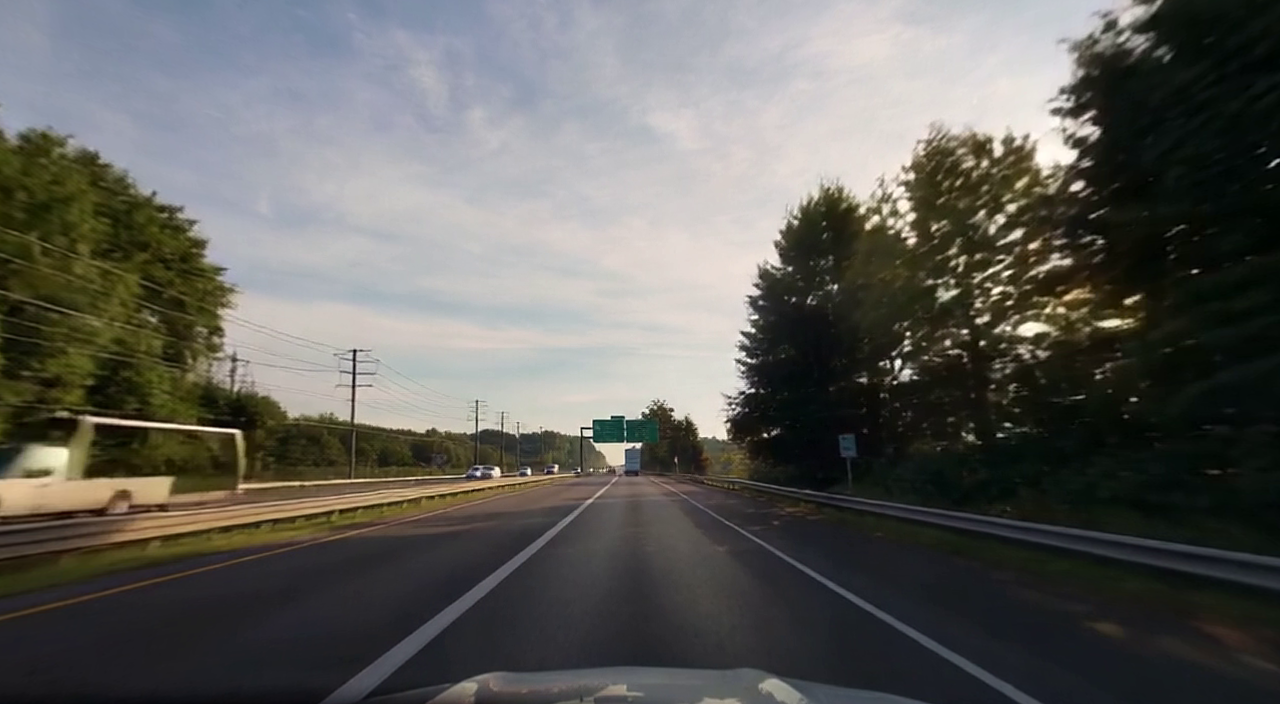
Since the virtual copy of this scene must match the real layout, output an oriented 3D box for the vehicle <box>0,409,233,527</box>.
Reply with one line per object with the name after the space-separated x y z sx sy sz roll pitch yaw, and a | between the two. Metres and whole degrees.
-16.525 3.585 19.570 2.646 2.925 7.512 1 -11 -1 | vehicle
